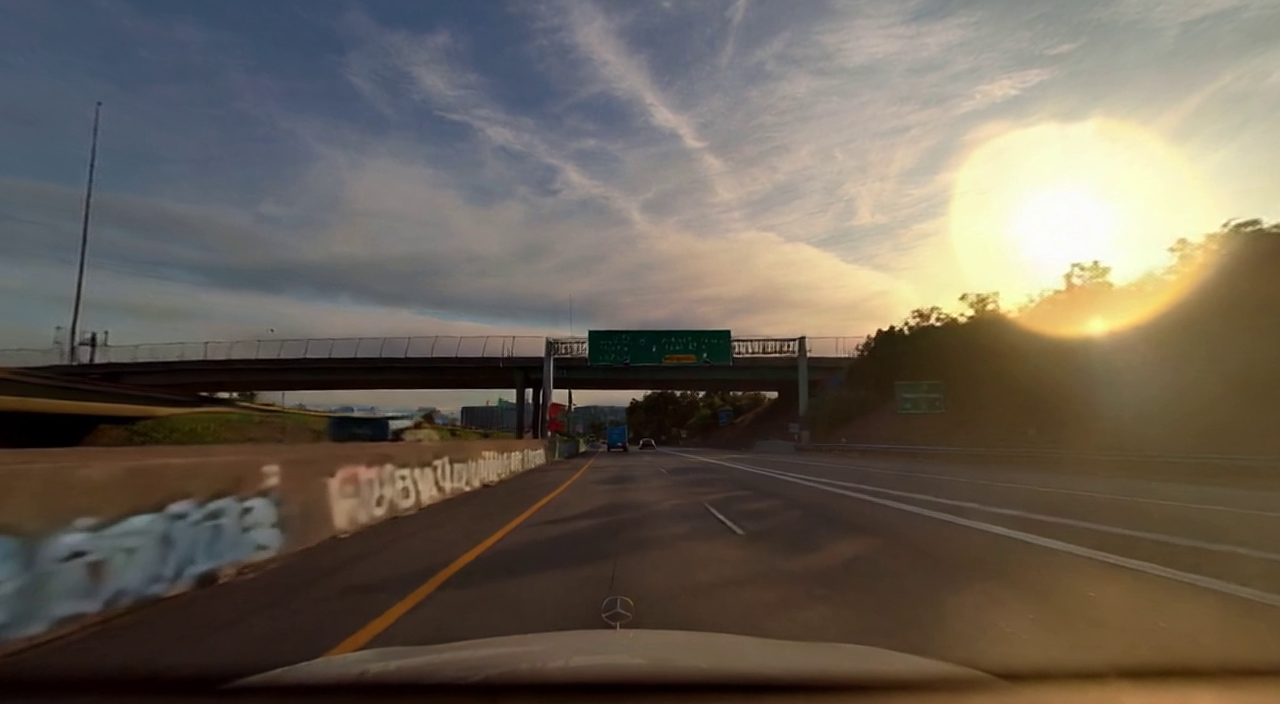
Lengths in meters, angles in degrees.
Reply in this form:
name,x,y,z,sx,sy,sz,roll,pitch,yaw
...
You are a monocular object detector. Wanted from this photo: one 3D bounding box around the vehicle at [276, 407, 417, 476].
name,x,y,z,sx,sy,sz,roll,pitch,yaw
vehicle,-9.155,2.856,20.274,2.106,1.901,5.107,0,-8,-1
